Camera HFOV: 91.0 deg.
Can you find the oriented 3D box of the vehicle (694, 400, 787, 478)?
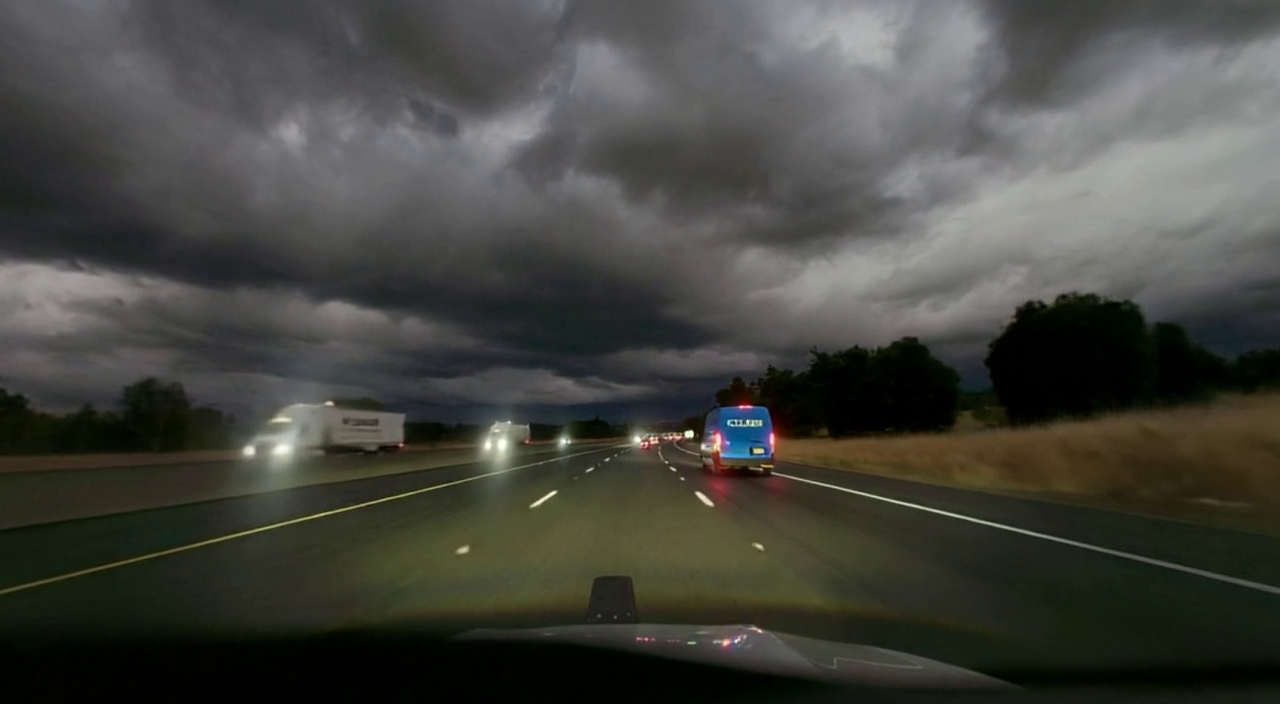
[{"bbox_3d":[3.616,3.323,24.014,2.485,2.562,5.535,0,-8,-1],"label":"vehicle"}]

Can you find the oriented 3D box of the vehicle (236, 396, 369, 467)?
[{"bbox_3d":[-22.119,5.408,42.238,2.992,4.136,10.324,-1,-8,1],"label":"vehicle"}]
